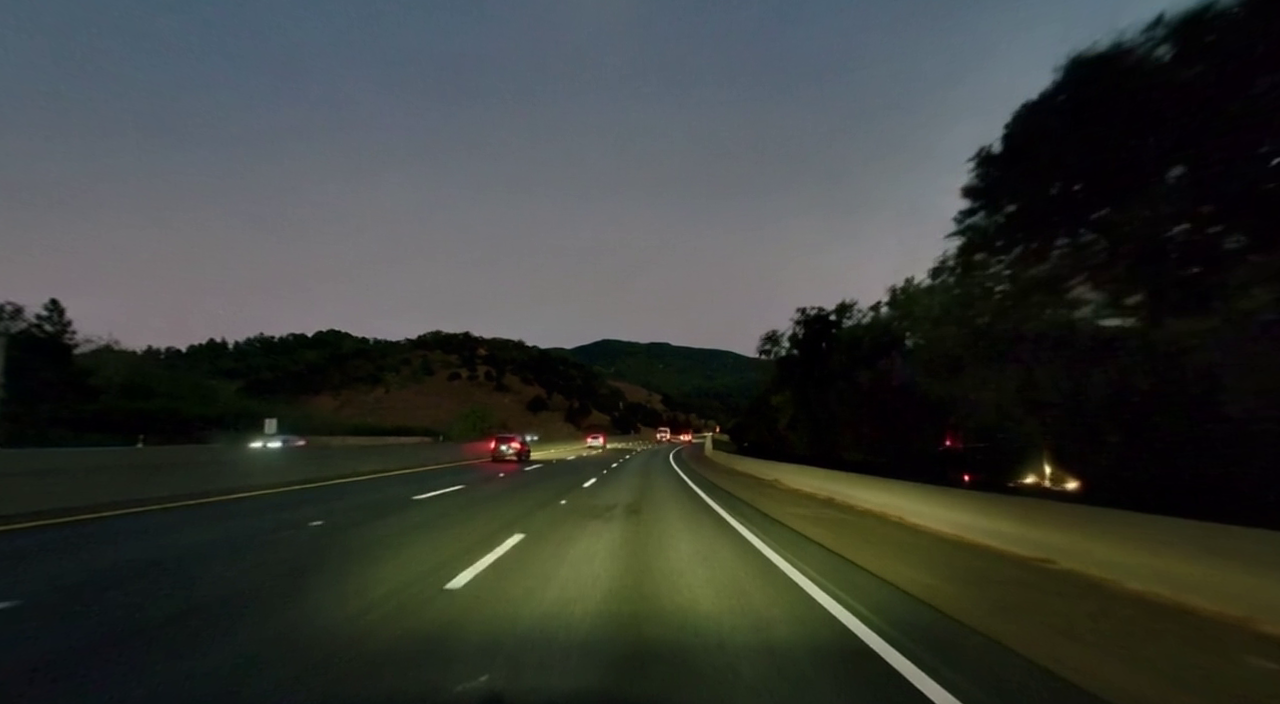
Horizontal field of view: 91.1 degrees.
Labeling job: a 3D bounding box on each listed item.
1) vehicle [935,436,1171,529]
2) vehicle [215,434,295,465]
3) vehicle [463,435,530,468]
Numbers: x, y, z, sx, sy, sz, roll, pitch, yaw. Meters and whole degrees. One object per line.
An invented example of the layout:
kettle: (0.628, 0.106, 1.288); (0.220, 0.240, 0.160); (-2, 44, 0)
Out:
vehicle: (10.254, 3.223, 16.411); (2.325, 1.972, 5.577); (0, -8, 0)
vehicle: (-24.988, 6.341, 40.970); (1.996, 1.837, 4.523); (-1, -8, 6)
vehicle: (-6.976, 4.891, 31.035); (2.010, 1.489, 4.456); (-1, -8, 3)
